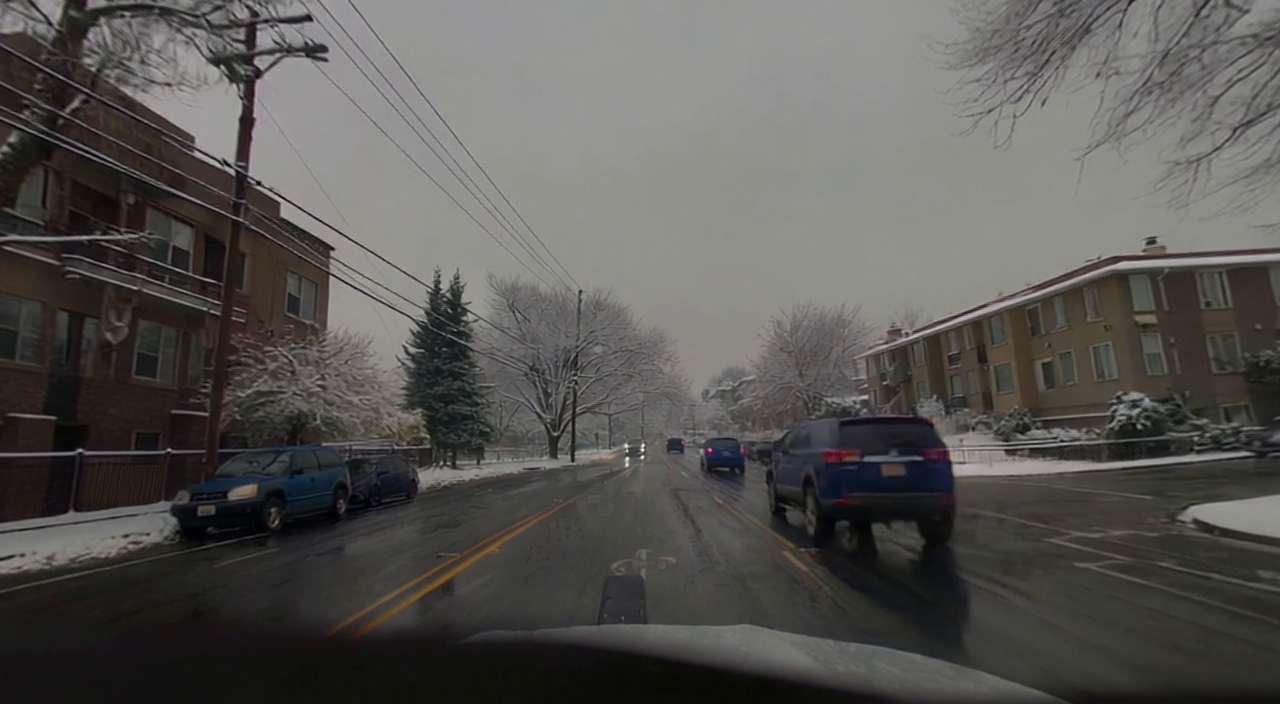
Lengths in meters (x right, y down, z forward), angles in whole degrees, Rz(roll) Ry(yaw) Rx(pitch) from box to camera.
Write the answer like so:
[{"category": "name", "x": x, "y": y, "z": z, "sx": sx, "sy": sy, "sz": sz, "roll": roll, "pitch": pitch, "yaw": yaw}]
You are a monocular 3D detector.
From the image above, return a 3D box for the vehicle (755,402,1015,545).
[{"category": "vehicle", "x": 3.653, "y": 1.943, "z": 10.705, "sx": 2.368, "sy": 1.840, "sz": 4.896, "roll": 0, "pitch": -8, "yaw": -1}]

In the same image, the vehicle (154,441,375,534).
[{"category": "vehicle", "x": -8.509, "y": 3.064, "z": 14.949, "sx": 2.381, "sy": 1.825, "sz": 4.652, "roll": 0, "pitch": -8, "yaw": 0}]

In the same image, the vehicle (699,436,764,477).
[{"category": "vehicle", "x": 3.716, "y": 4.332, "z": 26.291, "sx": 2.028, "sy": 1.552, "sz": 4.370, "roll": 0, "pitch": -8, "yaw": -1}]
